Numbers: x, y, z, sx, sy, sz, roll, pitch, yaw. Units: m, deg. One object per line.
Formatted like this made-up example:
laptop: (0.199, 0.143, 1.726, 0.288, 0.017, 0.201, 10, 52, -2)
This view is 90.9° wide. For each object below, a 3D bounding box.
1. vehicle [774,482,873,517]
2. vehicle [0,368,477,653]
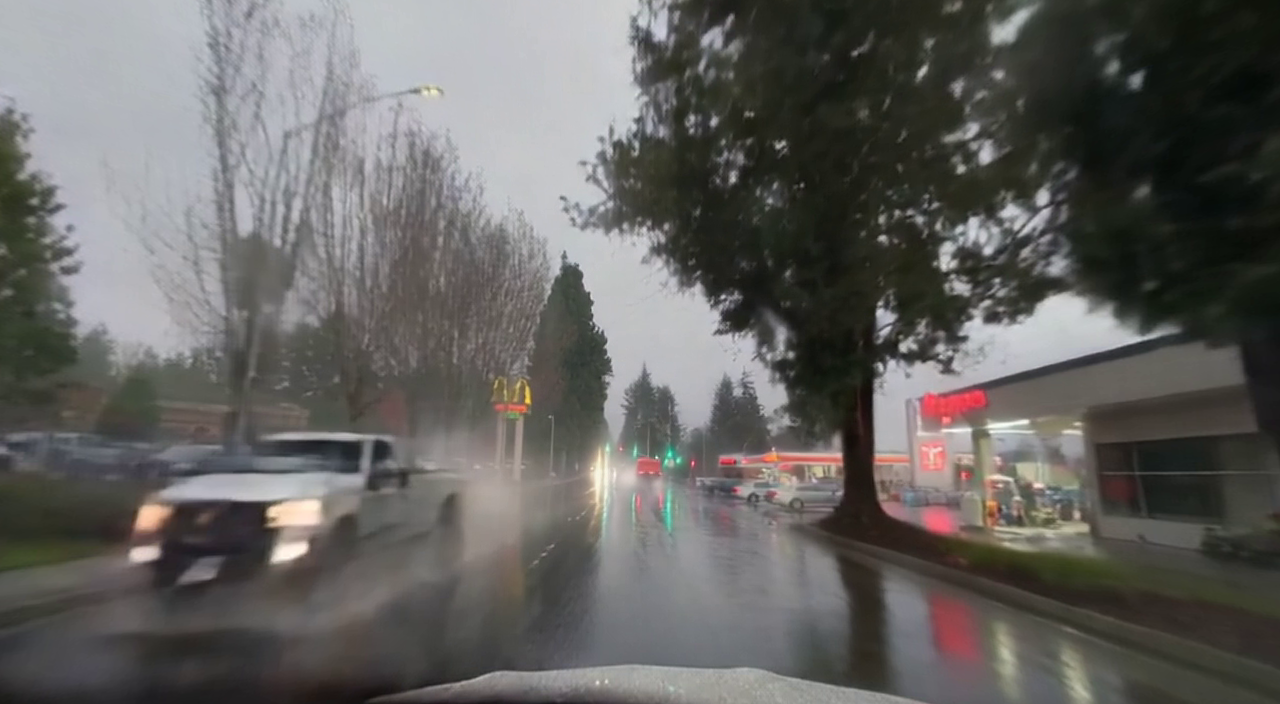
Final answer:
vehicle: (9.022, 7.285, 31.225, 4.316, 1.462, 1.921, 2, -10, -4)
vehicle: (-3.440, 1.504, 6.784, 2.165, 1.889, 4.825, 2, -10, -2)
